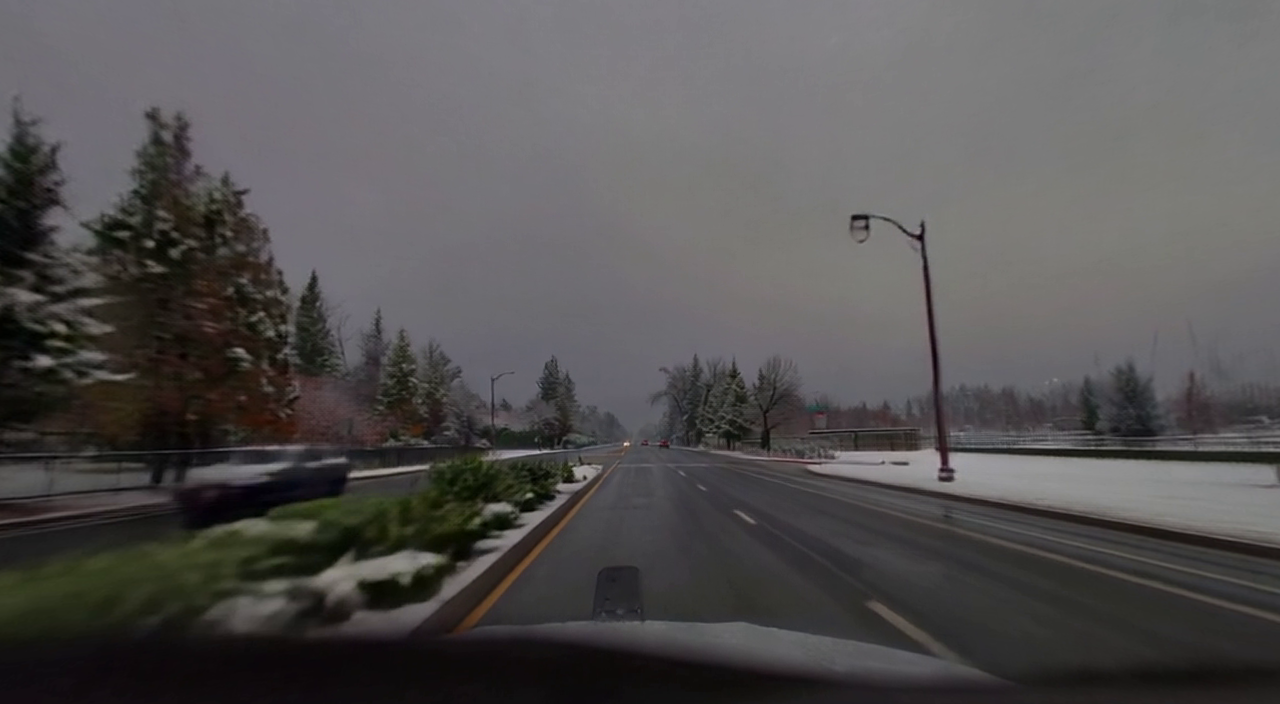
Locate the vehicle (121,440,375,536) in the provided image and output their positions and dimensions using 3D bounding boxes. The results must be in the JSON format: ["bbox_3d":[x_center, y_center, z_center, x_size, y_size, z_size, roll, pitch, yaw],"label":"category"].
[{"bbox_3d":[-7.210,2.504,12.437,2.055,1.478,4.842,0,-8,-2],"label":"vehicle"}]

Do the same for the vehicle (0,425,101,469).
[{"bbox_3d":[-48.629,7.436,48.986,10.897,3.109,2.847,-1,-8,0],"label":"vehicle"}]
